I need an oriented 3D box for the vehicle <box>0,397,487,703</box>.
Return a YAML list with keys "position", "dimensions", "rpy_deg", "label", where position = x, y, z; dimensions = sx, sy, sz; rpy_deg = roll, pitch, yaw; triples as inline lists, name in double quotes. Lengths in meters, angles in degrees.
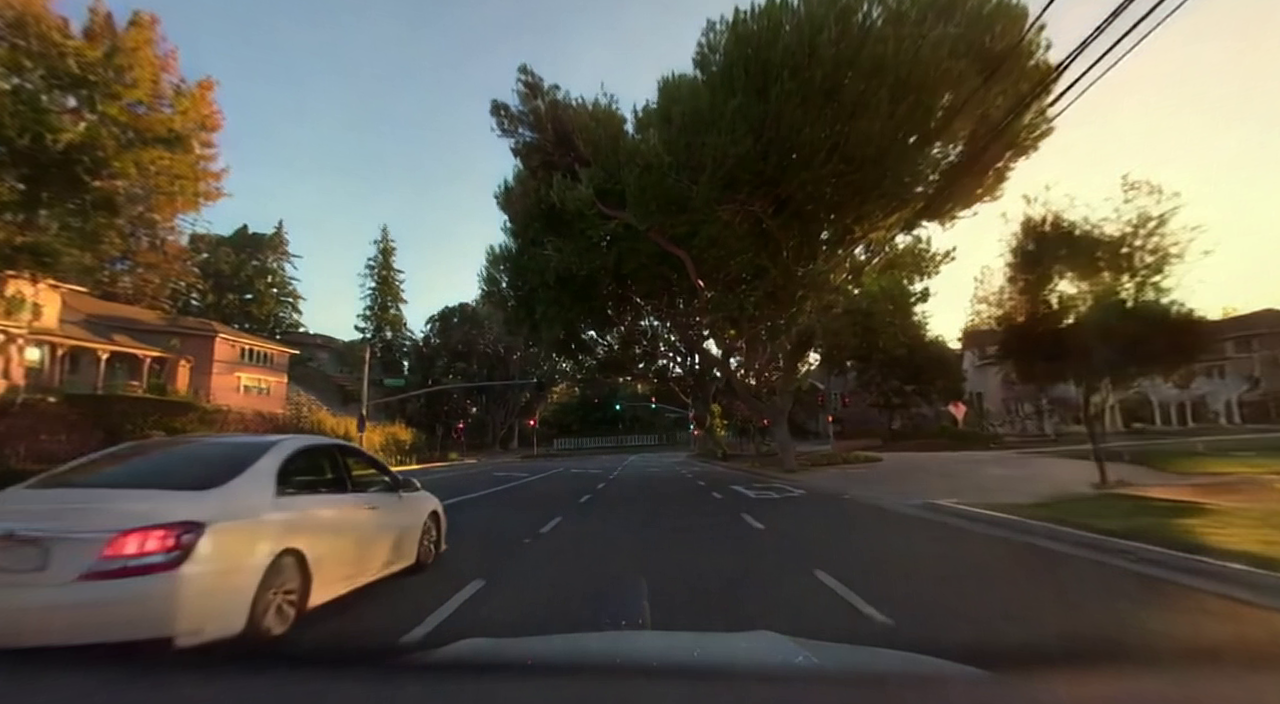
- position: [-3.144, 1.376, 5.624]
  dimensions: [2.139, 1.564, 4.901]
  rpy_deg: [0, -8, 2]
  label: "vehicle"
